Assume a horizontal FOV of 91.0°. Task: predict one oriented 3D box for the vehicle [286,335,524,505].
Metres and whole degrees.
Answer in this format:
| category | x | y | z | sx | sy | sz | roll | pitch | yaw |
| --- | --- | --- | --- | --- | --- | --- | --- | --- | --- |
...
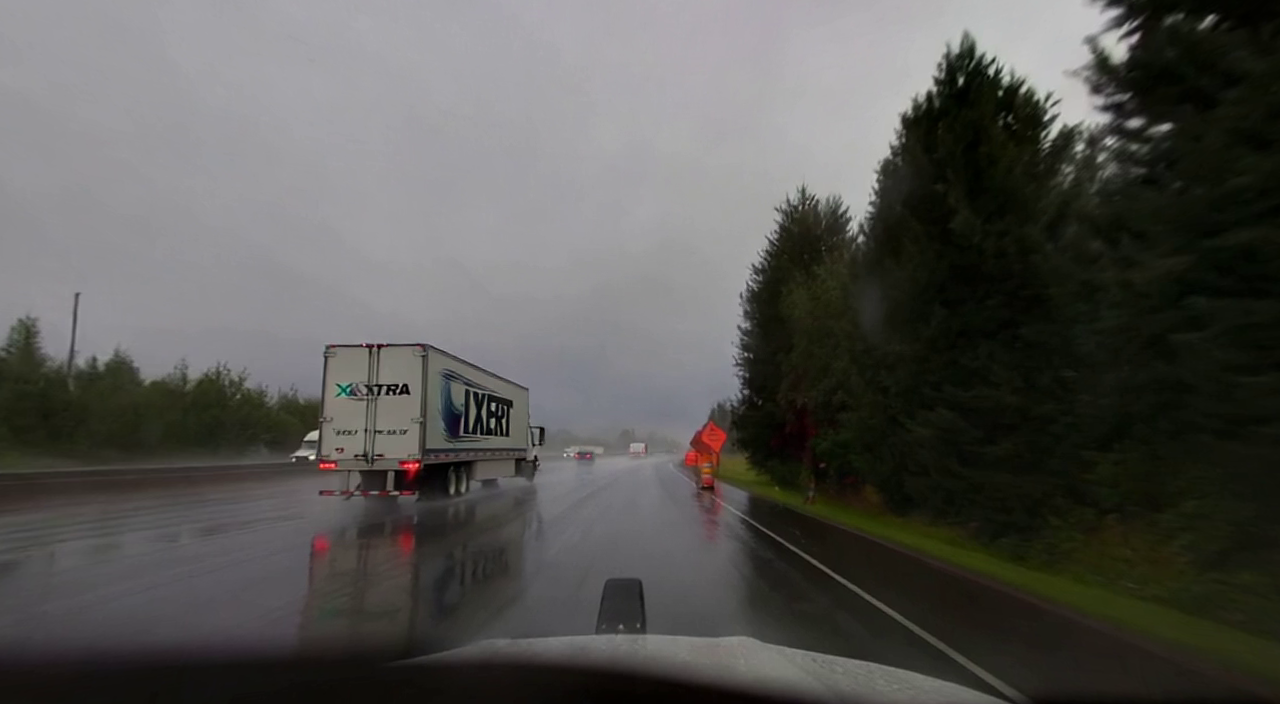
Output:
| category | x | y | z | sx | sy | sz | roll | pitch | yaw |
| --- | --- | --- | --- | --- | --- | --- | --- | --- | --- |
| vehicle | -6.479 | 2.295 | 19.839 | 3.183 | 4.011 | 9.617 | 0 | -8 | 4 |
